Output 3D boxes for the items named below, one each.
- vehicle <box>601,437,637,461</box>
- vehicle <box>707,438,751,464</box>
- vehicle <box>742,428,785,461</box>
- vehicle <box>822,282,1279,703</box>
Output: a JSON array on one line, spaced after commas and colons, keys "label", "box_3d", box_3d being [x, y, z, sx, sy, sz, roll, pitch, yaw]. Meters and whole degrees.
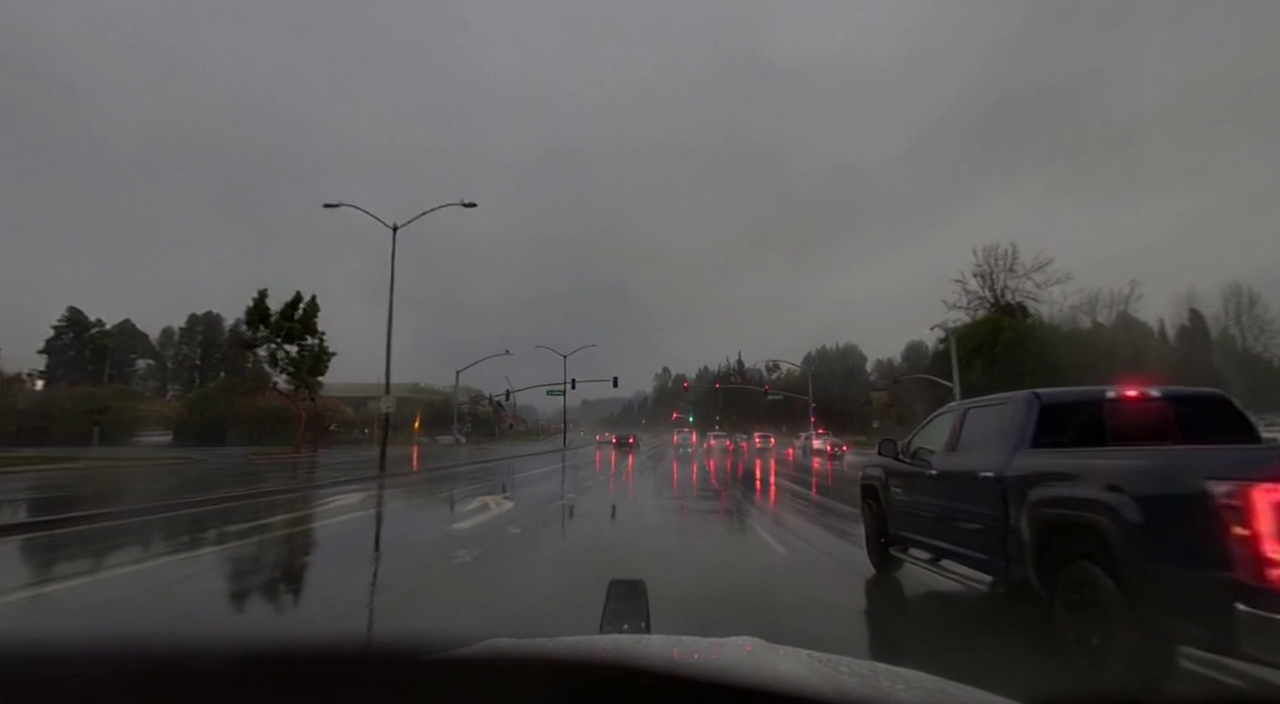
[{"label": "vehicle", "box_3d": [-1.386, 6.636, 43.338, 1.958, 1.542, 4.175, -1, -8, 5]}, {"label": "vehicle", "box_3d": [5.596, 6.284, 40.252, 2.292, 1.563, 4.734, 0, -8, 2]}, {"label": "vehicle", "box_3d": [8.844, 6.678, 45.612, 2.186, 2.202, 5.426, 0, -8, 3]}, {"label": "vehicle", "box_3d": [3.238, 0.968, 4.170, 2.333, 1.777, 5.713, 0, -8, 0]}]
